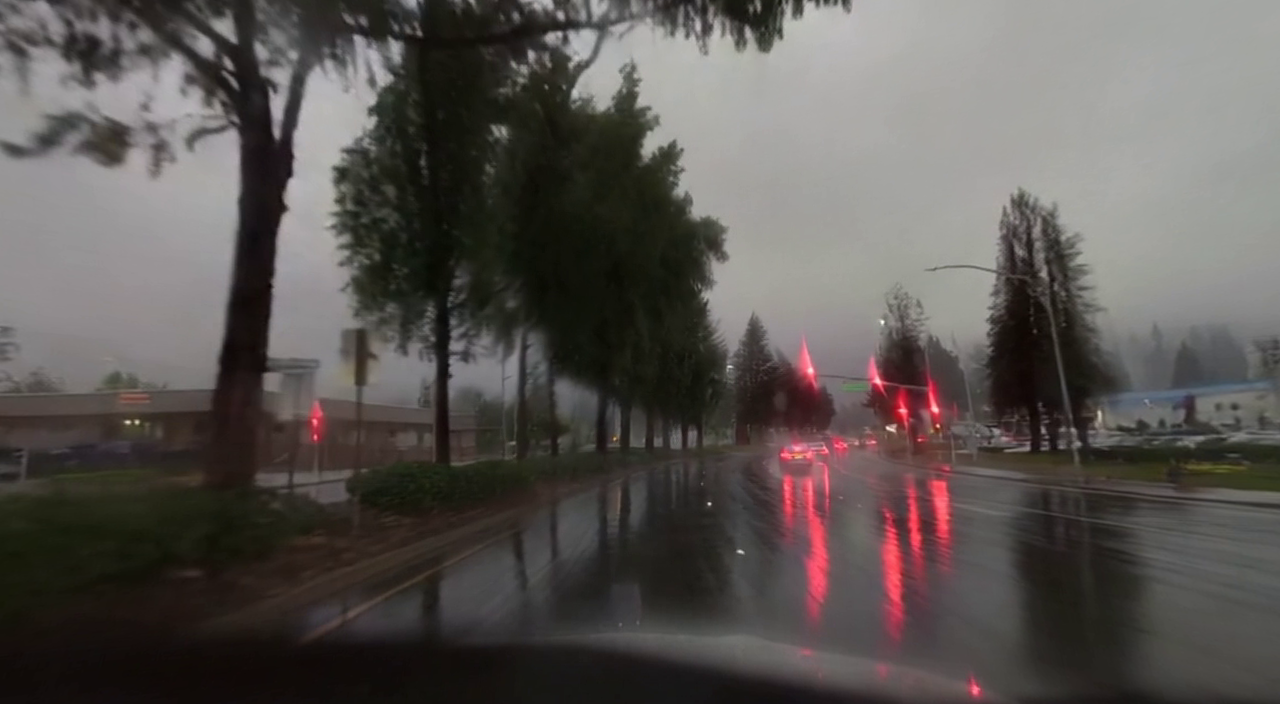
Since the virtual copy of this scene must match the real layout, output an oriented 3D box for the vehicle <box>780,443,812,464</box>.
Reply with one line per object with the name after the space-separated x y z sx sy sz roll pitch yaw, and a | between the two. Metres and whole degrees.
11.777 7.670 47.916 1.988 1.460 3.996 -2 -9 9 | vehicle
